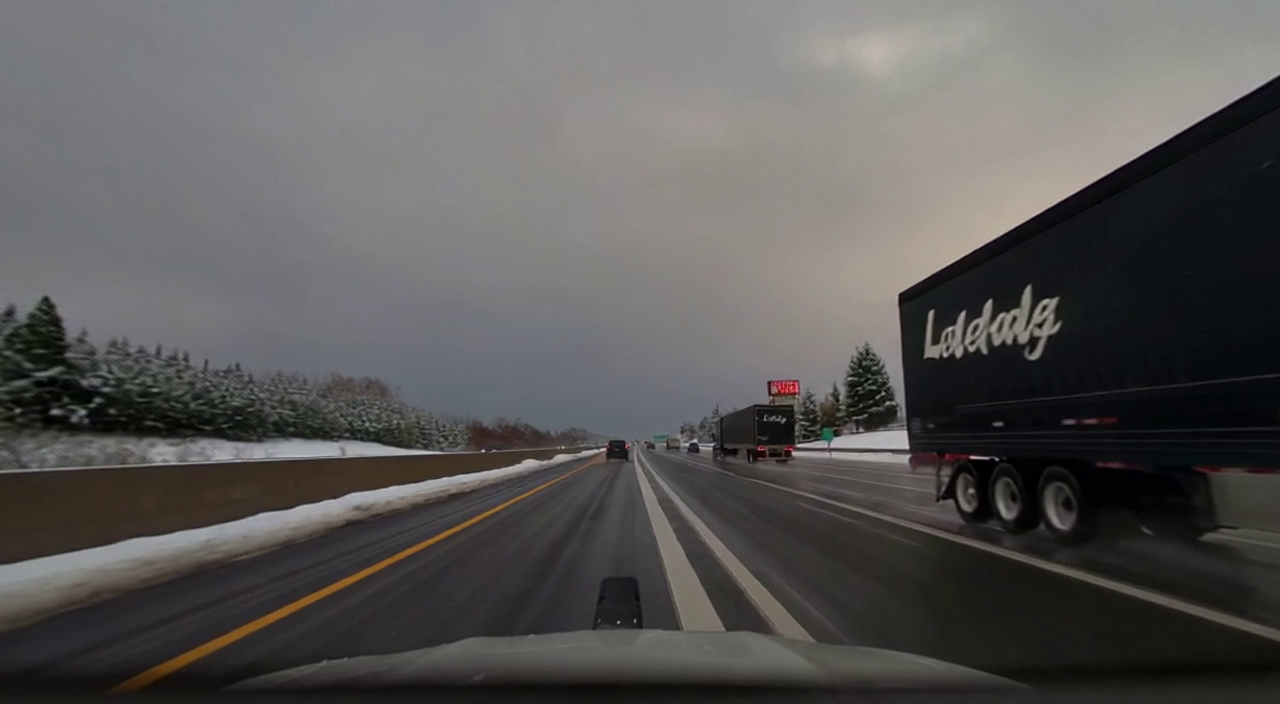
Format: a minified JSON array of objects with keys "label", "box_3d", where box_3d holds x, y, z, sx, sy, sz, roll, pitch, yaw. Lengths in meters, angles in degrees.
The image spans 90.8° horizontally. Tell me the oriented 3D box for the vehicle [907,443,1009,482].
[{"label":"vehicle","box_3d":[13.199,4.577,26.552,1.862,1.462,4.459,0,-9,-2]}]
